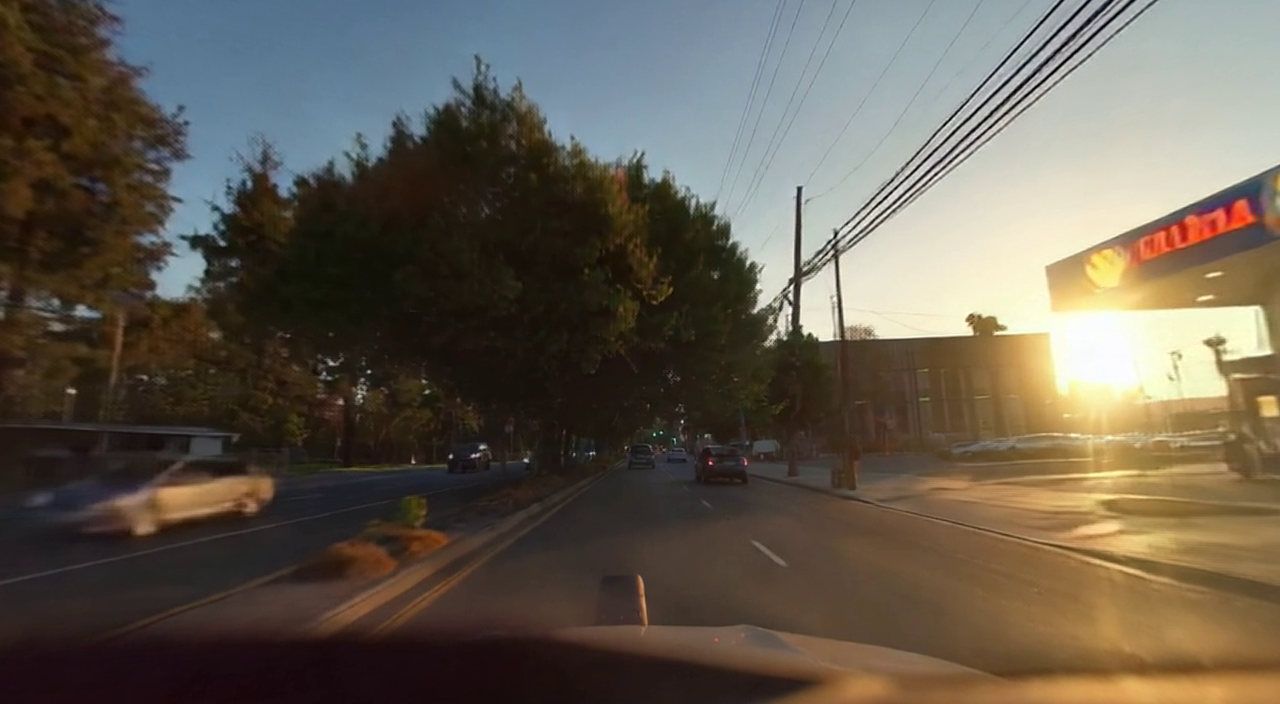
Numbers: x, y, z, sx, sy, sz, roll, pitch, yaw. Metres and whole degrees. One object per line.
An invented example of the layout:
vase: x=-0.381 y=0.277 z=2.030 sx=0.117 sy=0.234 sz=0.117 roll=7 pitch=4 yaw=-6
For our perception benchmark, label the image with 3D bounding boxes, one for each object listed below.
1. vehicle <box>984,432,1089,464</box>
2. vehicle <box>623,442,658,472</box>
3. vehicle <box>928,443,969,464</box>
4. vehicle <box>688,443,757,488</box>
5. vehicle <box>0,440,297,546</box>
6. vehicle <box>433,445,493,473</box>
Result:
vehicle: x=23.082 y=5.600 z=36.979 sx=2.187 sy=1.757 sz=4.663 roll=3 pitch=-9 yaw=-22
vehicle: x=-0.001 y=6.700 z=40.525 sx=2.163 sy=1.825 sz=4.073 roll=0 pitch=-8 yaw=-1
vehicle: x=24.417 y=7.954 z=49.848 sx=2.071 sy=1.528 sz=4.644 roll=-6 pitch=-10 yaw=35
vehicle: x=3.152 y=4.413 z=24.993 sx=1.990 sy=1.592 sz=4.294 roll=0 pitch=-8 yaw=-2
vehicle: x=-8.400 y=2.350 z=11.308 sx=1.953 sy=1.470 sz=4.522 roll=-1 pitch=-8 yaw=0
vehicle: x=-11.869 y=7.216 z=42.894 sx=2.383 sy=1.725 sz=5.760 roll=-1 pitch=-8 yaw=0
